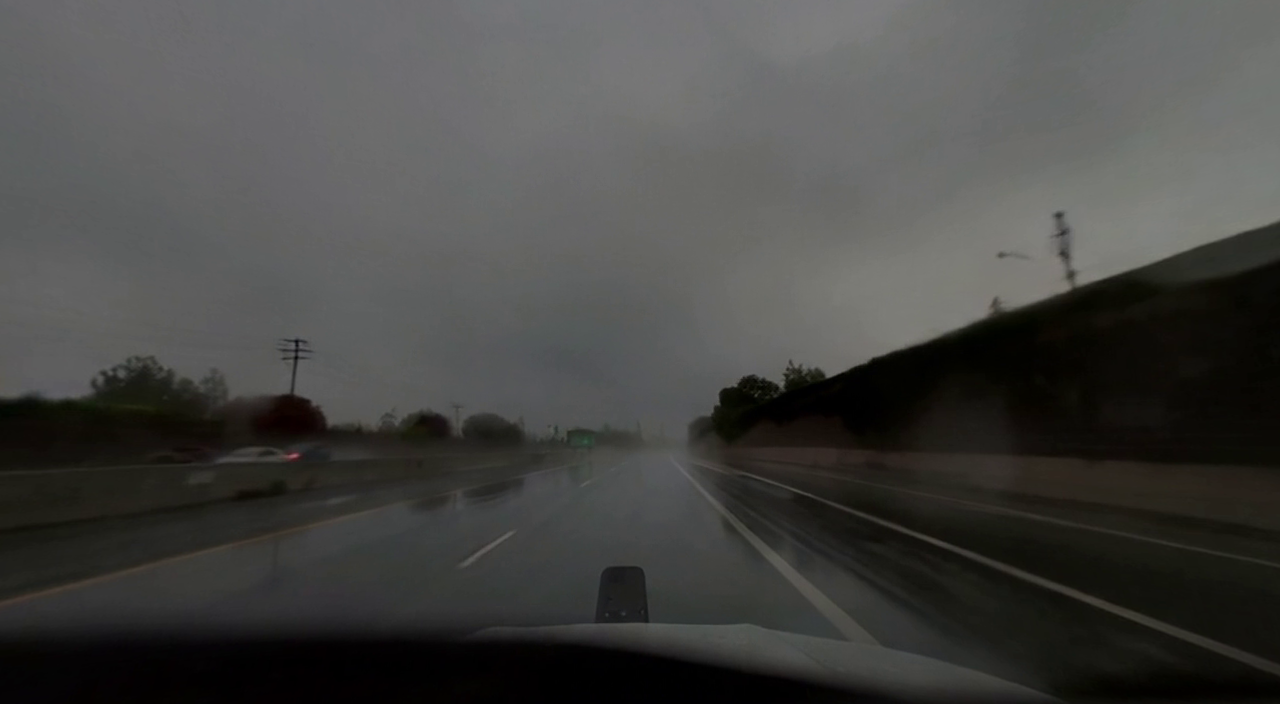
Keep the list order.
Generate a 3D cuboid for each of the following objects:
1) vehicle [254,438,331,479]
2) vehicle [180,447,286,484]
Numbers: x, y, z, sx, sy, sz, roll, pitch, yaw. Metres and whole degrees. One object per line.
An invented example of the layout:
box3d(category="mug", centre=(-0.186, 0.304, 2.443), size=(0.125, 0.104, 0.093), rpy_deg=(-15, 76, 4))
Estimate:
box3d(category="vehicle", centre=(-22.913, 7.030, 41.830), size=(2.377, 2.520, 4.471), rpy_deg=(-1, -9, 1))
box3d(category="vehicle", centre=(-23.002, 6.393, 35.996), size=(2.239, 1.889, 5.569), rpy_deg=(-1, -9, 0))
